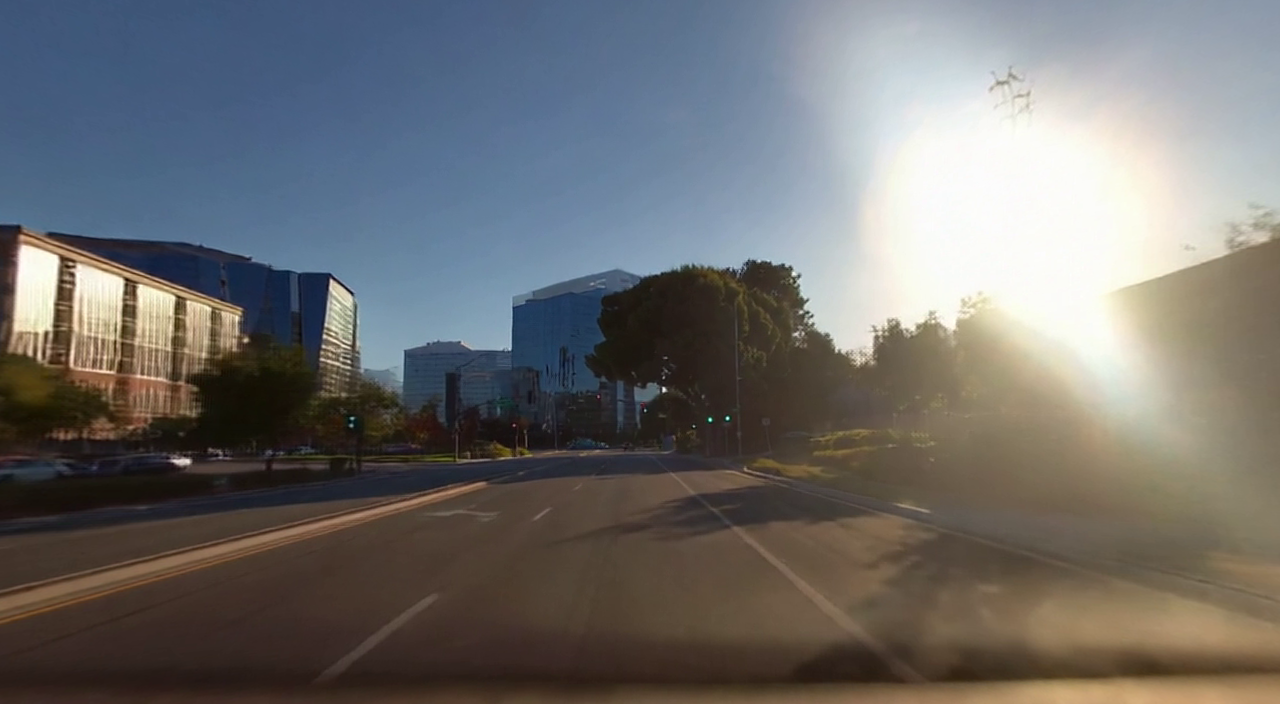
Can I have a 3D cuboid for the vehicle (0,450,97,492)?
[{"bbox_3d":[-24.402,4.624,24.756,4.281,1.515,2.026,0,-8,-1],"label":"vehicle"}]
